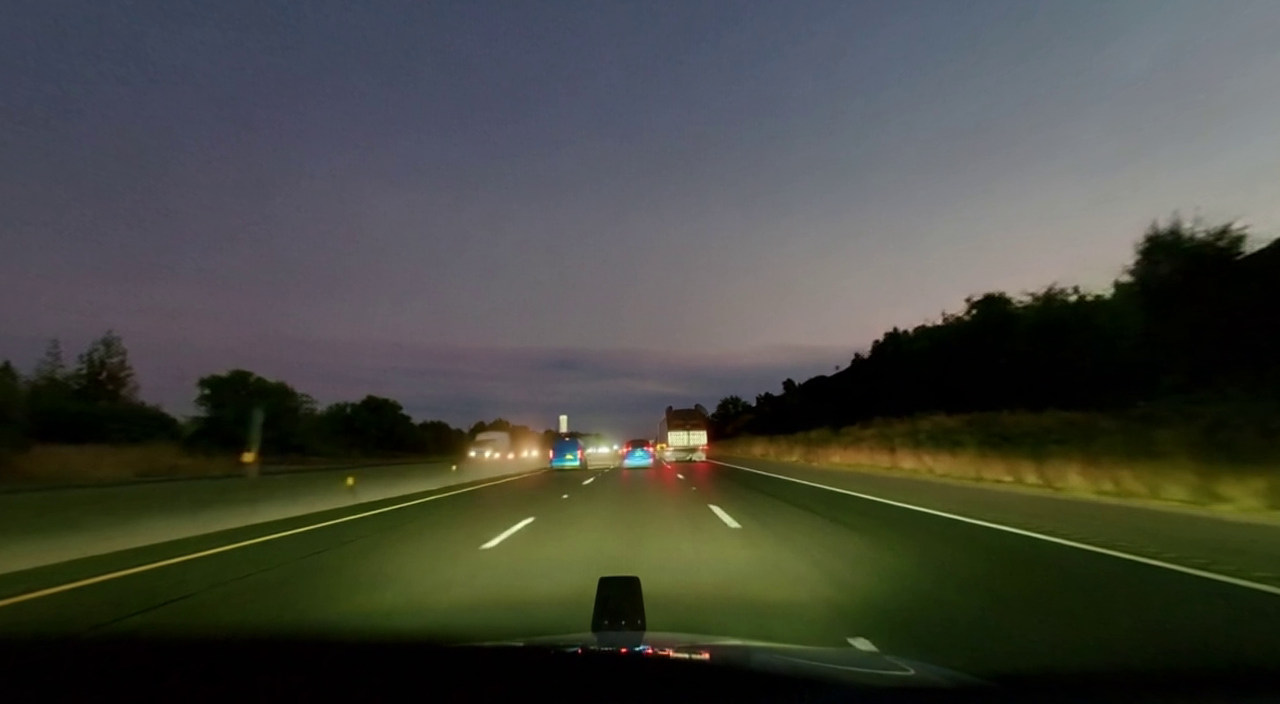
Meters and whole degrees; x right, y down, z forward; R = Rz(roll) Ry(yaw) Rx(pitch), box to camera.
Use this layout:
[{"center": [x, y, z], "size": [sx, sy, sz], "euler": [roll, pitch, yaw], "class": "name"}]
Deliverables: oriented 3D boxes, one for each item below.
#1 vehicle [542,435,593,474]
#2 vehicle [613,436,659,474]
[{"center": [-3.955, 5.692, 35.224], "size": [2.167, 1.991, 5.062], "euler": [-1, -9, 1], "class": "vehicle"}, {"center": [-0.204, 5.289, 32.561], "size": [2.209, 1.825, 4.036], "euler": [0, -9, 0], "class": "vehicle"}]
